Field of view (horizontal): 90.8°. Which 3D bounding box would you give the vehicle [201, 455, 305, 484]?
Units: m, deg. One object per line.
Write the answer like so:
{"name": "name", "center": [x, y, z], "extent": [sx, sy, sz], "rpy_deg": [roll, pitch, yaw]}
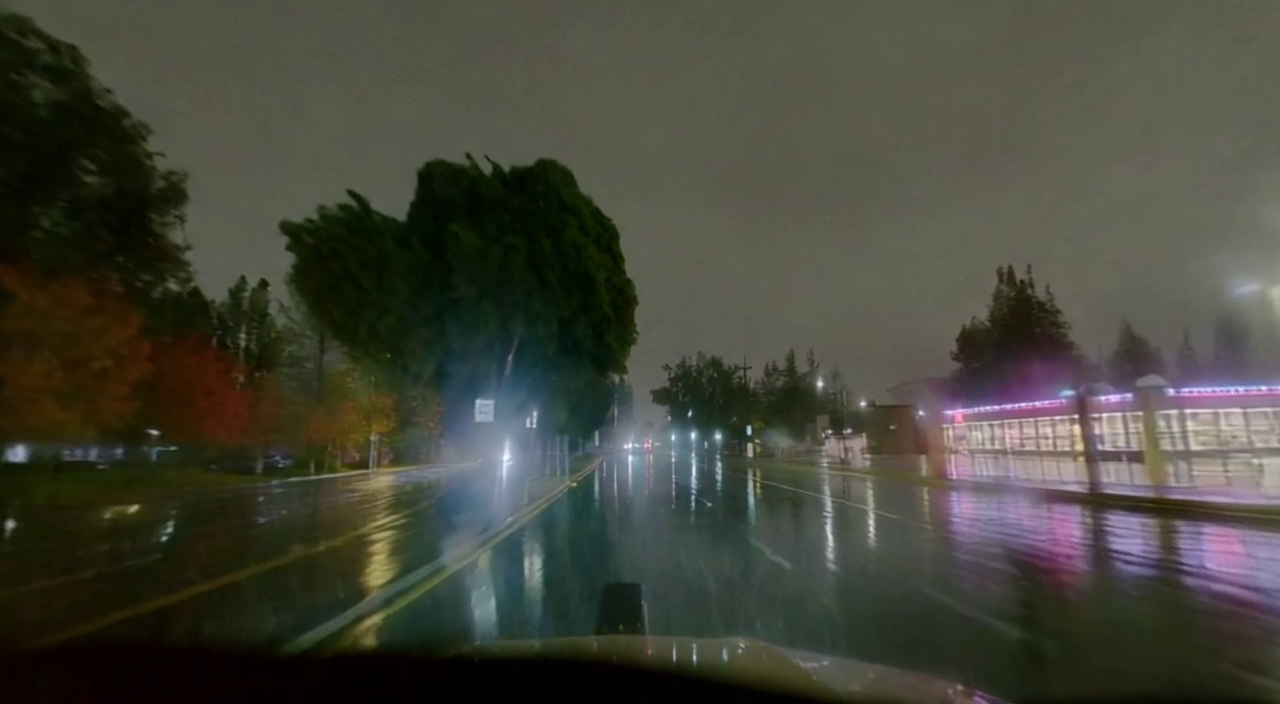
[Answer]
{"name": "vehicle", "center": [-21.324, 6.446, 34.863], "extent": [4.665, 1.486, 1.918], "rpy_deg": [-2, -9, 9]}
